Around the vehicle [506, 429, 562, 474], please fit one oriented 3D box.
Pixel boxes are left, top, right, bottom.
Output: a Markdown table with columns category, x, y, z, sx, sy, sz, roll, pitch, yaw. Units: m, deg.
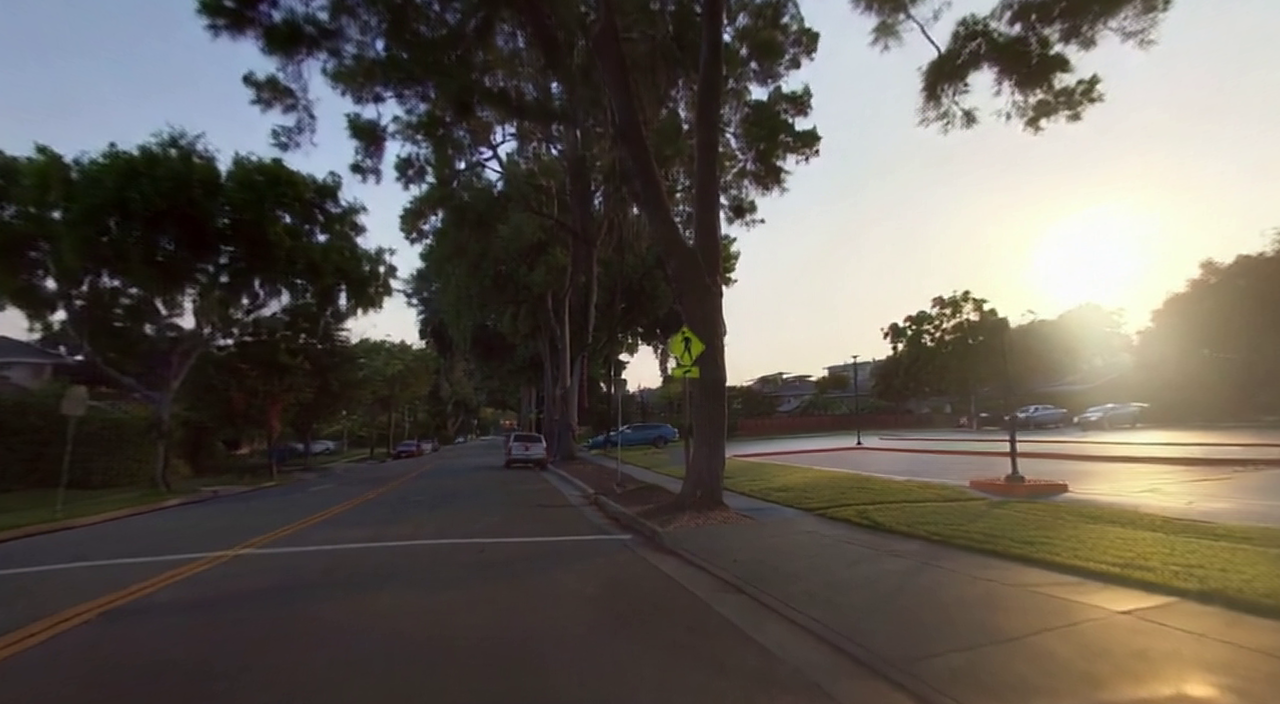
| category | x | y | z | sx | sy | sz | roll | pitch | yaw |
| --- | --- | --- | --- | --- | --- | --- | --- | --- | --- |
| vehicle | -4.755 | 4.347 | 27.827 | 2.204 | 1.776 | 4.262 | 2 | -9 | -12 |

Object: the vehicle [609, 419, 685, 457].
| category | x | y | z | sx | sy | sz | roll | pitch | yaw |
| --- | --- | --- | --- | --- | --- | --- | --- | --- | --- |
| vehicle | 0.488 | 5.155 | 38.013 | 1.954 | 1.696 | 4.390 | -9 | -5 | 44 |

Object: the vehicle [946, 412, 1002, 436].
| category | x | y | z | sx | sy | sz | roll | pitch | yaw |
| --- | --- | --- | --- | --- | --- | --- | --- | --- | --- |
| vehicle | 24.047 | 5.209 | 45.409 | 4.245 | 1.601 | 1.912 | 7 | -11 | -39 |

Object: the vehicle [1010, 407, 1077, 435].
| category | x | y | z | sx | sy | sz | roll | pitch | yaw |
| --- | --- | --- | --- | --- | --- | --- | --- | --- | --- |
| vehicle | 25.121 | 4.343 | 39.306 | 4.481 | 1.634 | 1.973 | 6 | -11 | -37 |
